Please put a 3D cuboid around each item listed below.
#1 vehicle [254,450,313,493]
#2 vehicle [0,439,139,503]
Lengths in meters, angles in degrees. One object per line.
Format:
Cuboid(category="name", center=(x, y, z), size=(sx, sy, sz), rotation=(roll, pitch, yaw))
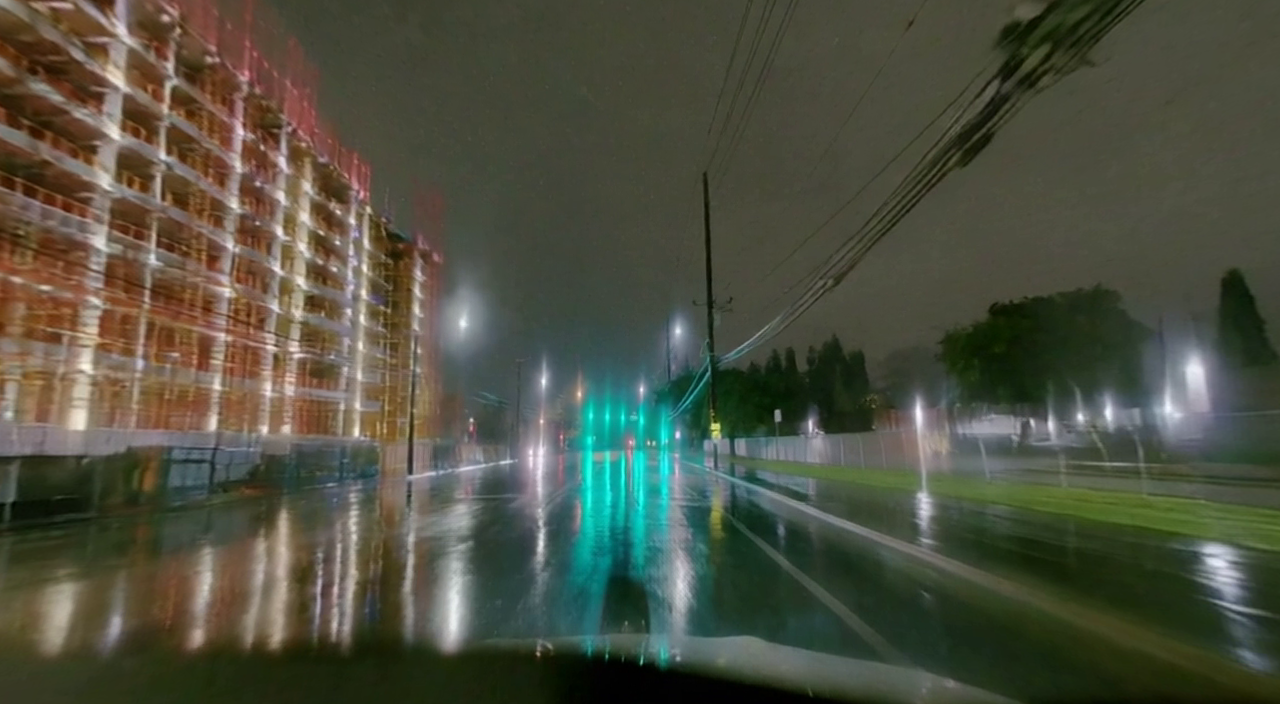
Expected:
Cuboid(category="vehicle", center=(-15.769, 5.220, 28.003), size=(2.002, 1.683, 4.664), rotation=(4, -10, -28))
Cuboid(category="vehicle", center=(-20.422, 4.069, 21.499), size=(4.712, 1.927, 2.237), rotation=(-3, -9, 0))
